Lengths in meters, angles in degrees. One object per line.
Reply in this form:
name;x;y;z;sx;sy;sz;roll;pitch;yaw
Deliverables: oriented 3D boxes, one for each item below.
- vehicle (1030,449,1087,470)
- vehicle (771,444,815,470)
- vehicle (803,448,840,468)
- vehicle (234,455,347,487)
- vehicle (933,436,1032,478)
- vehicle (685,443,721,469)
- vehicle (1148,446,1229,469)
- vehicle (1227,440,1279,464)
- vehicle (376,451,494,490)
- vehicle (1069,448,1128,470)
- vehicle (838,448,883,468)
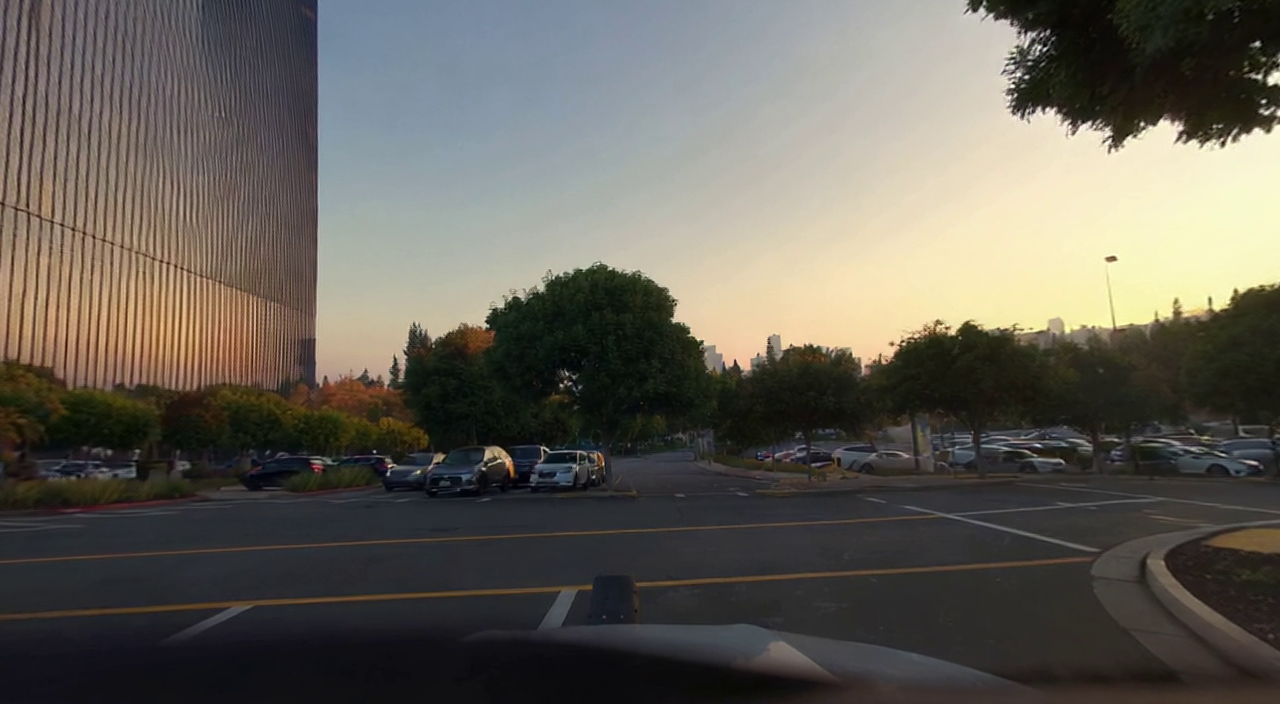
vehicle;28.337;7.278;42.866;1.495;1.371;3.336;-1;-9;-2
vehicle;10.530;7.208;43.709;1.936;1.673;4.305;0;-8;0
vehicle;14.202;8.297;49.639;1.935;1.477;3.719;0;-8;3
vehicle;-16.732;5.690;30.370;4.331;1.437;1.876;0;-8;2
vehicle;16.480;5.066;30.774;2.048;1.852;4.998;0;-8;1
vehicle;4.625;7.742;47.272;2.262;1.794;5.331;0;-8;1
vehicle;37.018;7.126;42.806;1.678;1.423;4.191;0;-8;-1
vehicle;43.061;6.814;43.070;1.758;1.572;4.421;0;-8;1
vehicle;-8.705;4.973;26.907;4.442;1.504;1.809;5;-10;-28
vehicle;31.304;7.308;43.249;1.519;1.371;3.278;0;-8;-1
vehicle;17.060;8.217;49.073;1.971;1.478;4.477;0;-8;1
